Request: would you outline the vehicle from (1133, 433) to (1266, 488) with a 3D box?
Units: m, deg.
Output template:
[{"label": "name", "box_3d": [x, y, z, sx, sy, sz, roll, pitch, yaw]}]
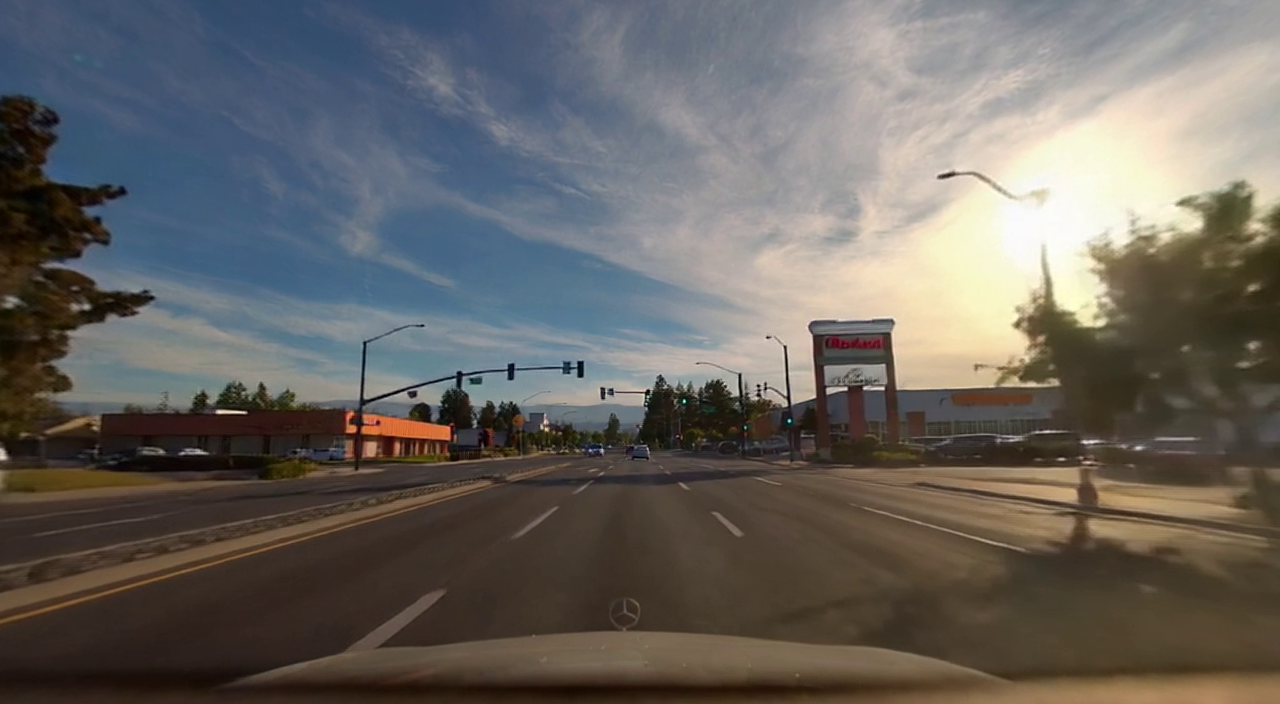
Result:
[{"label": "vehicle", "box_3d": [19.574, 3.752, 22.062, 4.717, 1.714, 1.985, 5, -10, -31]}]
